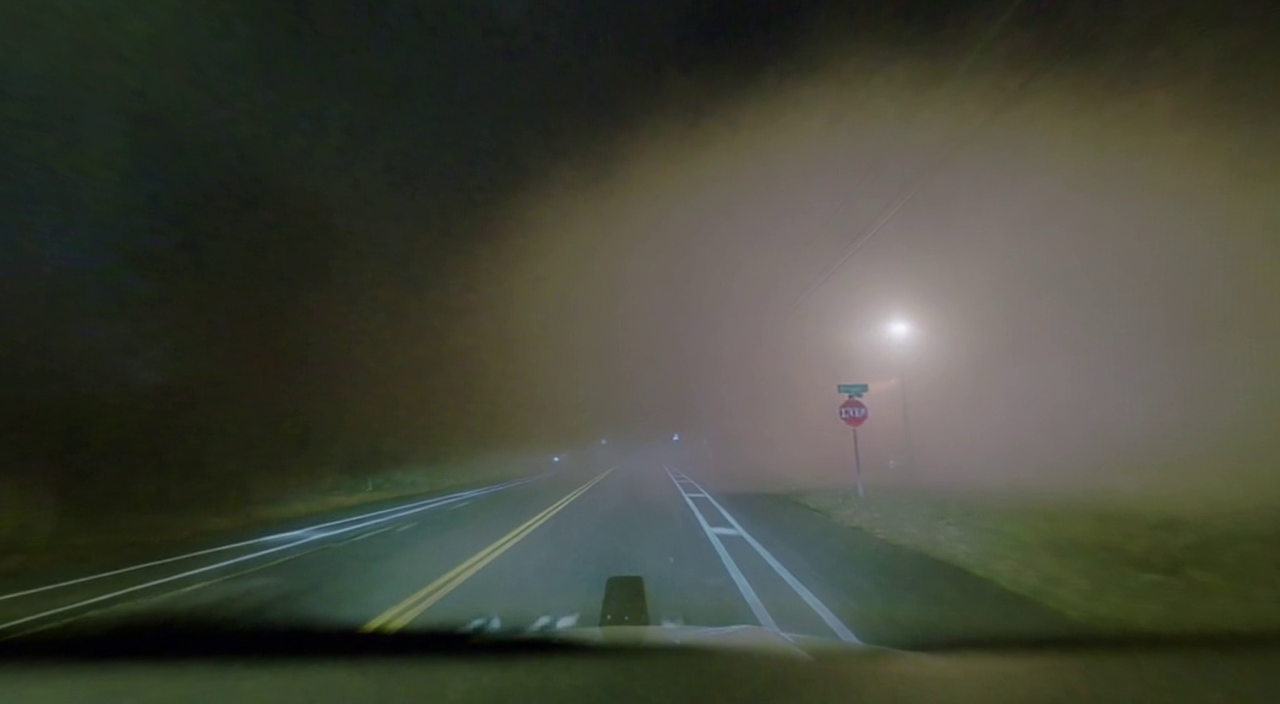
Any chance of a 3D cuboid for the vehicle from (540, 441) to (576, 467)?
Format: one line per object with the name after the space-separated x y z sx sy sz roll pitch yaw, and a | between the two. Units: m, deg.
-6.026 7.581 46.592 1.992 1.797 4.372 -1 -10 1 | vehicle
